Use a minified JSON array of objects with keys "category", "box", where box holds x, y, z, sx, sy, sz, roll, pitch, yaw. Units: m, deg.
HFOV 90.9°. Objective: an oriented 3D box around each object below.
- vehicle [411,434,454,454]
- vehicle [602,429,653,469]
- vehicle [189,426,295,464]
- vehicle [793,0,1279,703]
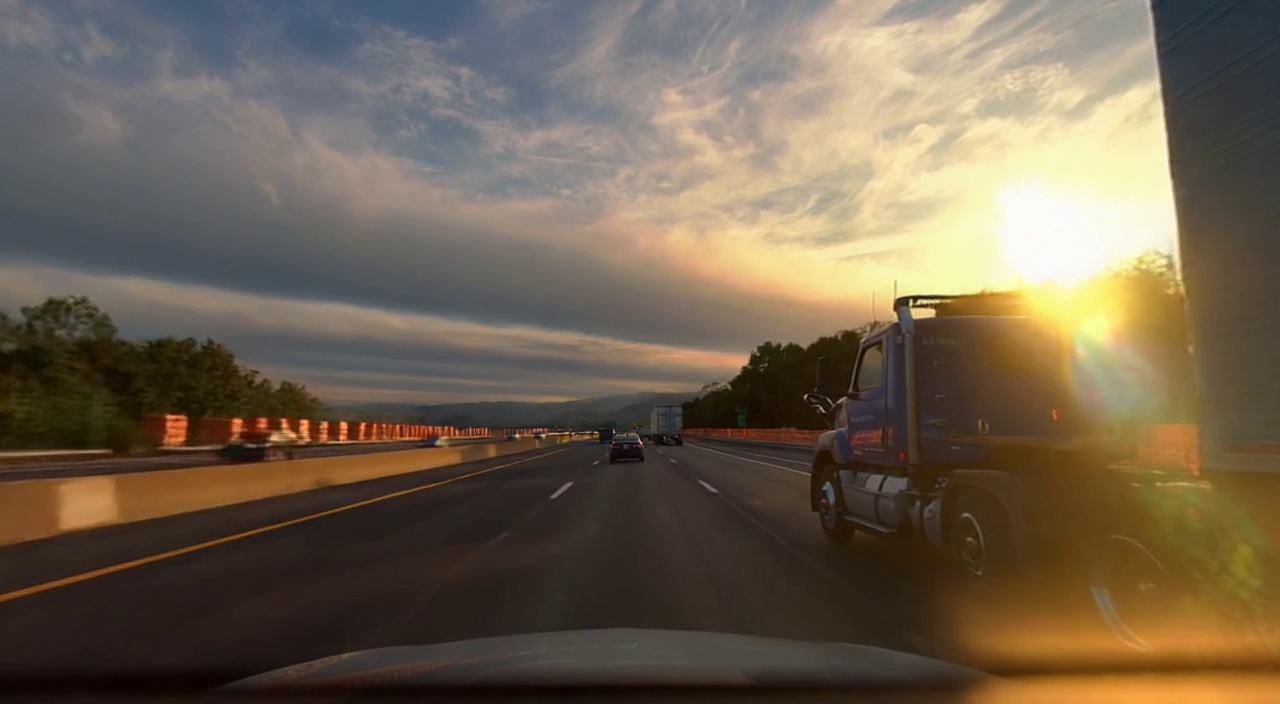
[{"category":"vehicle","box":[-15.711,6.980,47.967,1.845,1.459,4.153,0,-8,0]},{"category":"vehicle","box":[-0.494,3.914,25.631,1.929,1.469,3.677,0,-8,-1]},{"category":"vehicle","box":[-20.095,4.719,32.180,1.975,1.769,5.289,0,-8,0]},{"category":"vehicle","box":[3.522,-0.059,2.296,2.919,3.634,10.888,0,-8,-1]}]
